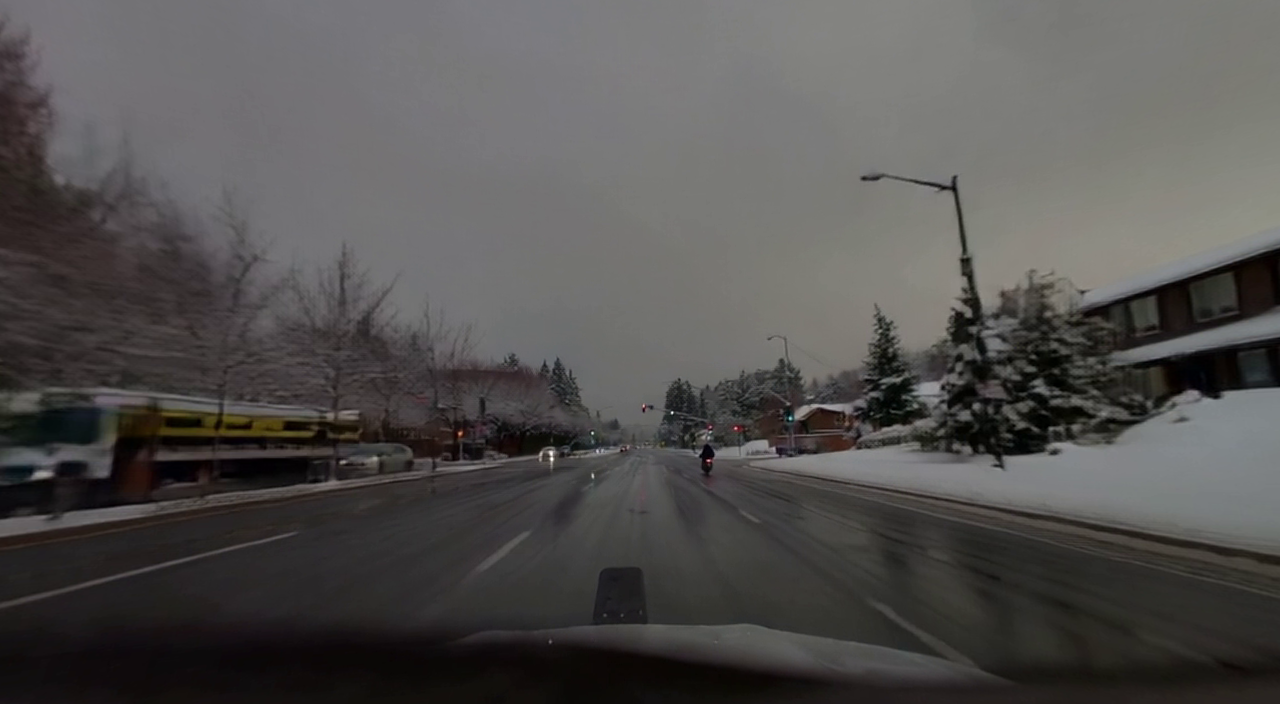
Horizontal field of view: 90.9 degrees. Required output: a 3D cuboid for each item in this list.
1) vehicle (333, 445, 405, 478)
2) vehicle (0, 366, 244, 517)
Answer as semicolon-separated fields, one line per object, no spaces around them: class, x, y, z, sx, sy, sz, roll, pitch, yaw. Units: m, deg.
vehicle;-13.560;5.495;31.769;1.899;1.522;3.865;0;-9;0
vehicle;-17.216;2.931;20.710;3.027;3.971;8.006;-1;-8;1
